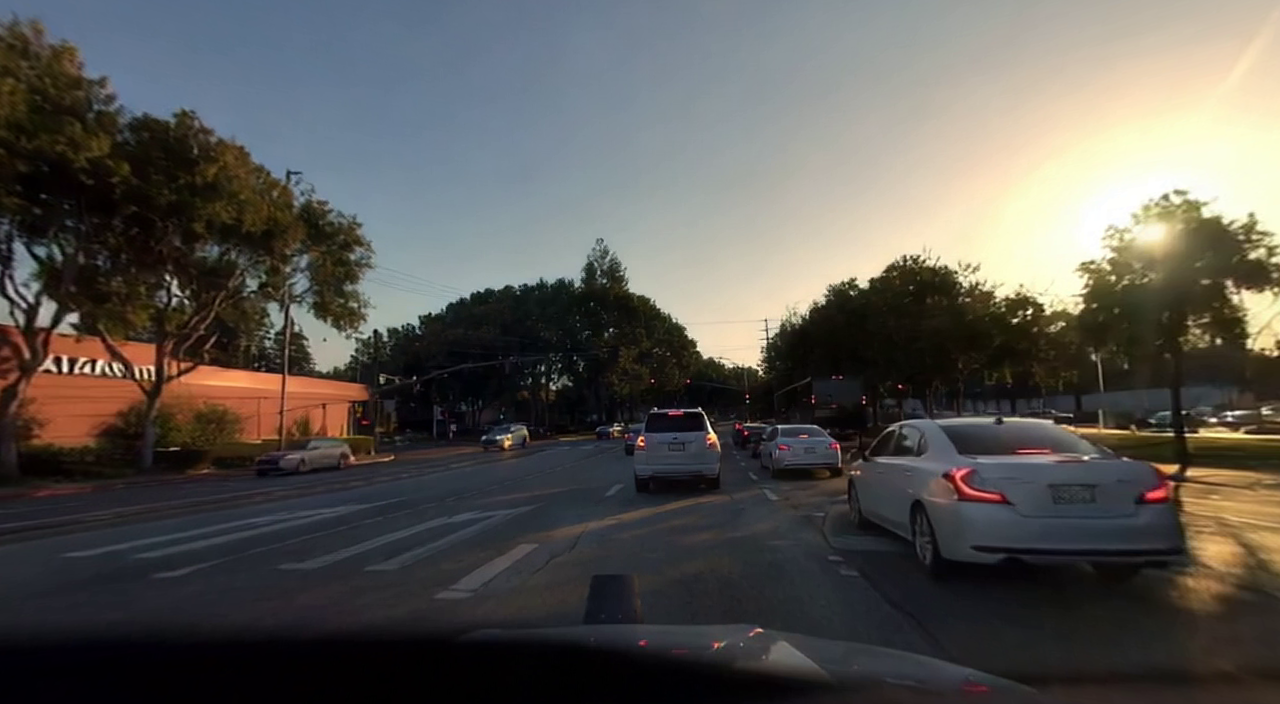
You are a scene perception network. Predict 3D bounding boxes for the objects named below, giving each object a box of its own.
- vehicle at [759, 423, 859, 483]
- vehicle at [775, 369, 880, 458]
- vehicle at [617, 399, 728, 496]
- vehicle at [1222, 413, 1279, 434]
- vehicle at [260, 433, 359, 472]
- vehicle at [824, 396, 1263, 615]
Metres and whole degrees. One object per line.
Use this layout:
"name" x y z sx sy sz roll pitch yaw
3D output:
"vehicle" 4.509 2.785 17.450 1.862 1.451 4.083 0 -9 4
"vehicle" 9.181 3.348 32.138 2.965 3.900 9.064 0 -9 3
"vehicle" 0.884 2.235 14.758 2.188 1.892 4.488 -1 -9 6
"vehicle" 49.069 5.670 49.725 1.817 1.438 4.643 -1 -9 3
"vehicle" -15.768 4.814 30.331 1.950 1.713 4.406 -1 -9 7
"vehicle" 3.489 1.416 6.789 2.109 1.500 4.585 -1 -9 7
